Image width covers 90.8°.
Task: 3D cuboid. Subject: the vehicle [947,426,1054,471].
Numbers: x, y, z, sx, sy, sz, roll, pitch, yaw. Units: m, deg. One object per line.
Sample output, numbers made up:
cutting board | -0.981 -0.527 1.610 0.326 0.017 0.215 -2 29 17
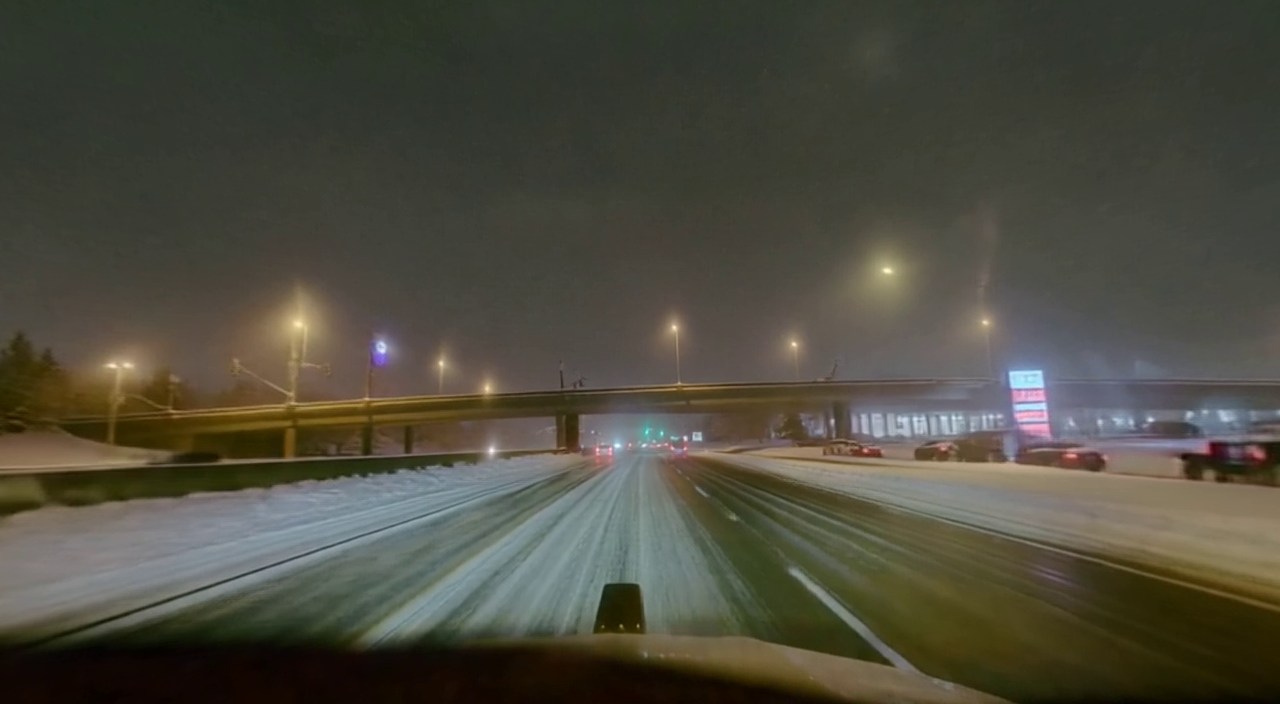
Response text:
vehicle | 17.991 4.863 31.922 2.229 2.050 5.602 -1 -8 2

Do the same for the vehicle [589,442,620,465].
vehicle | -2.511 7.287 45.530 1.982 1.516 4.327 0 -8 1

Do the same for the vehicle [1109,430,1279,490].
vehicle | 17.786 3.376 20.106 1.889 1.648 5.173 -1 -8 2

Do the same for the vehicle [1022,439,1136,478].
vehicle | 17.974 4.378 26.177 1.712 1.448 4.346 -1 -8 2
